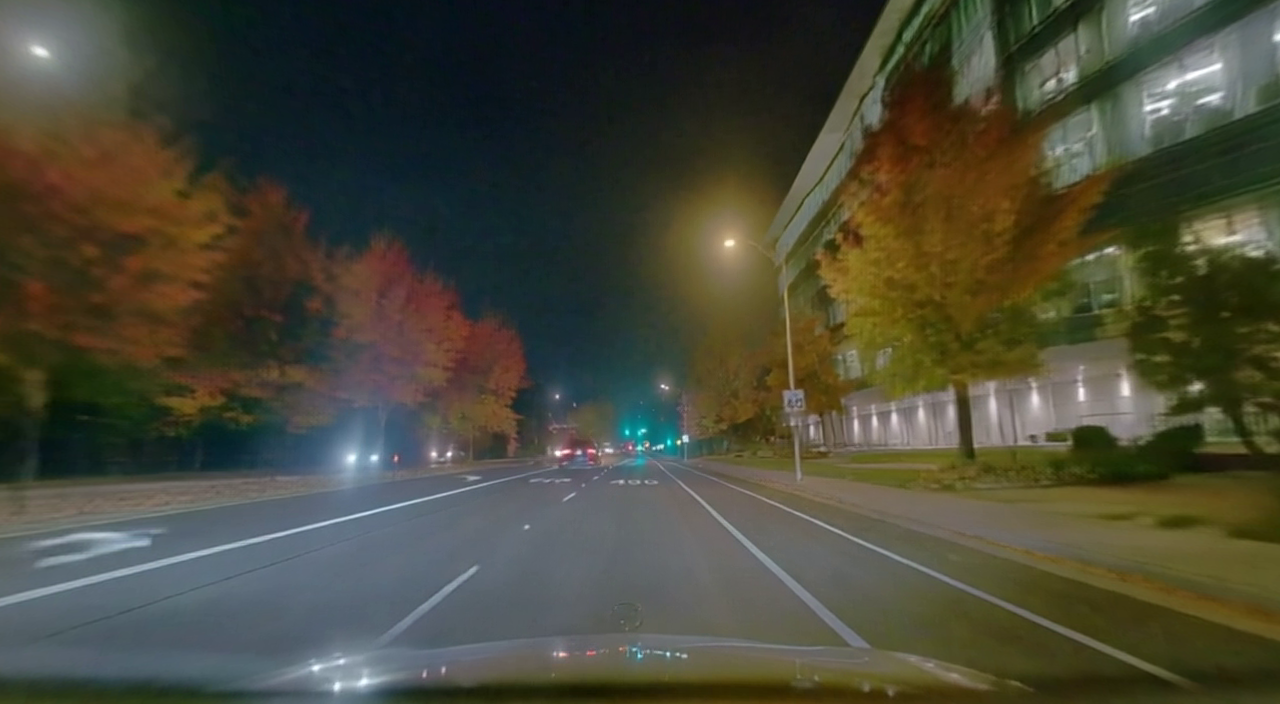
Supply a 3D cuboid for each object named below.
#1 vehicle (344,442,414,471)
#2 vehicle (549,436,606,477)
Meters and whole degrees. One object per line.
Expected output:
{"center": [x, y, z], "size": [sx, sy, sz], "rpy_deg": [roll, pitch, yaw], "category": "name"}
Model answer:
{"center": [-14.554, 5.866, 35.412], "size": [1.893, 1.491, 4.711], "rpy_deg": [0, -9, 0], "category": "vehicle"}
{"center": [-2.913, 5.046, 30.563], "size": [2.112, 1.779, 4.489], "rpy_deg": [0, -9, 3], "category": "vehicle"}
